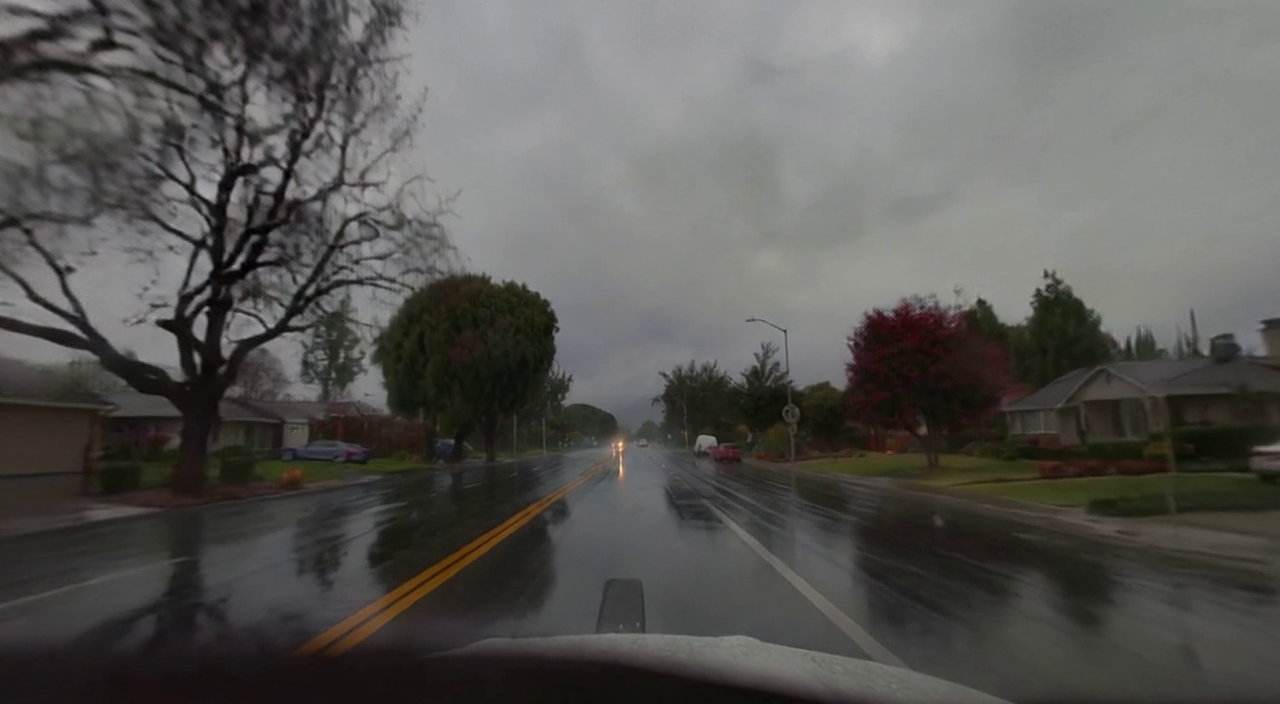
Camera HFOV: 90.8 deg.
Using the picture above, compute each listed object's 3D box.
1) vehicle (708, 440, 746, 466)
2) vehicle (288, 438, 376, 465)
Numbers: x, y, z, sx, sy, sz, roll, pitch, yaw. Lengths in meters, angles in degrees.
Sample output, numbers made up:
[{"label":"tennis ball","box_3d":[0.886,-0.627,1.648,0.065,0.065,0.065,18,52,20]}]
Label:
[{"label":"vehicle","box_3d":[6.490,7.585,47.686,2.099,1.878,4.476,0,-8,-1]},{"label":"vehicle","box_3d":[-19.639,6.367,40.402,4.497,1.674,2.168,-1,-8,3]}]
